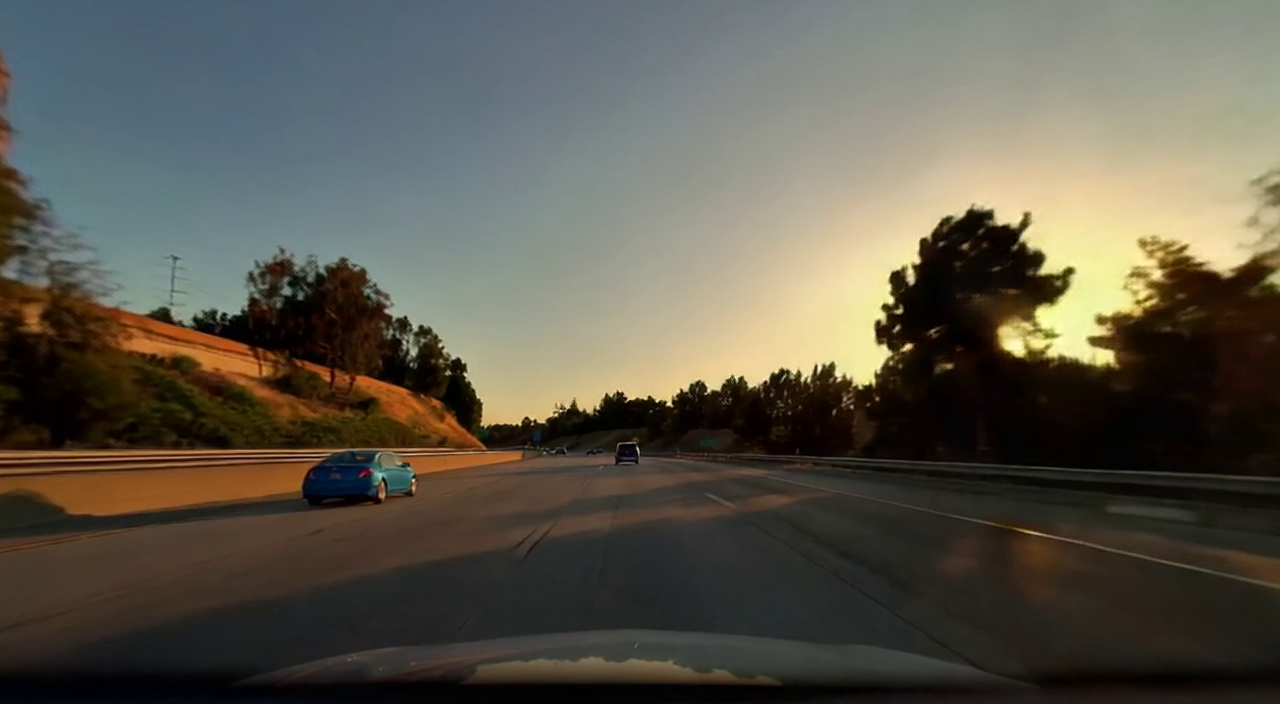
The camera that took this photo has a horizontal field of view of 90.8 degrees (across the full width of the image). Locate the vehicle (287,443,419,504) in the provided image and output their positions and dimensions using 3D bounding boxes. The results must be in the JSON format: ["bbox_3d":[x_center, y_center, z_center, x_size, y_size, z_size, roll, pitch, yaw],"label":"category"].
[{"bbox_3d":[-7.750,3.286,17.536,1.915,1.479,3.843,0,-9,-1],"label":"vehicle"}]

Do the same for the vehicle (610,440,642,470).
[{"bbox_3d":[-0.995,6.882,42.224,1.990,1.878,4.079,0,-9,-3],"label":"vehicle"}]
